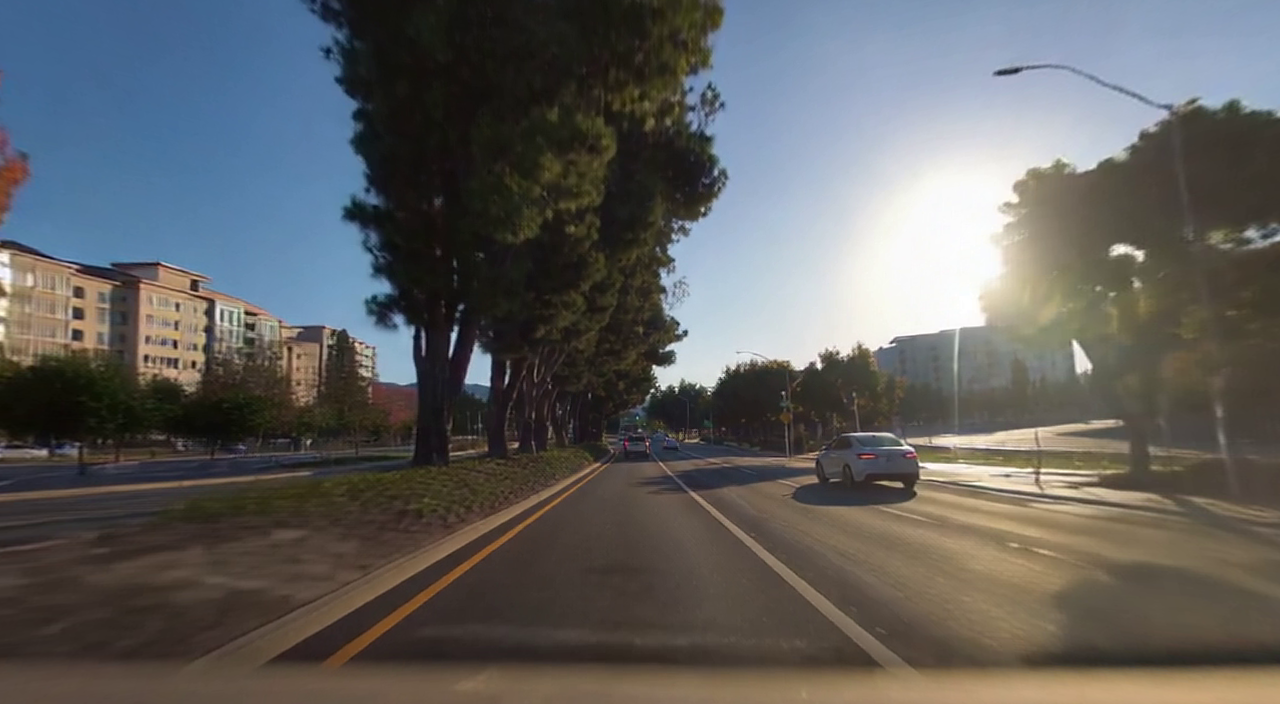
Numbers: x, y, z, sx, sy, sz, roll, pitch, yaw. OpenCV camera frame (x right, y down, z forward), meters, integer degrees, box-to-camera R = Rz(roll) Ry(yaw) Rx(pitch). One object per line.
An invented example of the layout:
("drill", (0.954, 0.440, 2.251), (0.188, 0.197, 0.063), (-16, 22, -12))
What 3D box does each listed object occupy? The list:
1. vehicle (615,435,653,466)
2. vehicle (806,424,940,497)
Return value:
("vehicle", (-0.321, 6.026, 38.779), (2.193, 1.794, 4.457), (0, -8, 0))
("vehicle", (6.501, 3.087, 18.285), (2.026, 1.804, 4.565), (0, -8, -1))
